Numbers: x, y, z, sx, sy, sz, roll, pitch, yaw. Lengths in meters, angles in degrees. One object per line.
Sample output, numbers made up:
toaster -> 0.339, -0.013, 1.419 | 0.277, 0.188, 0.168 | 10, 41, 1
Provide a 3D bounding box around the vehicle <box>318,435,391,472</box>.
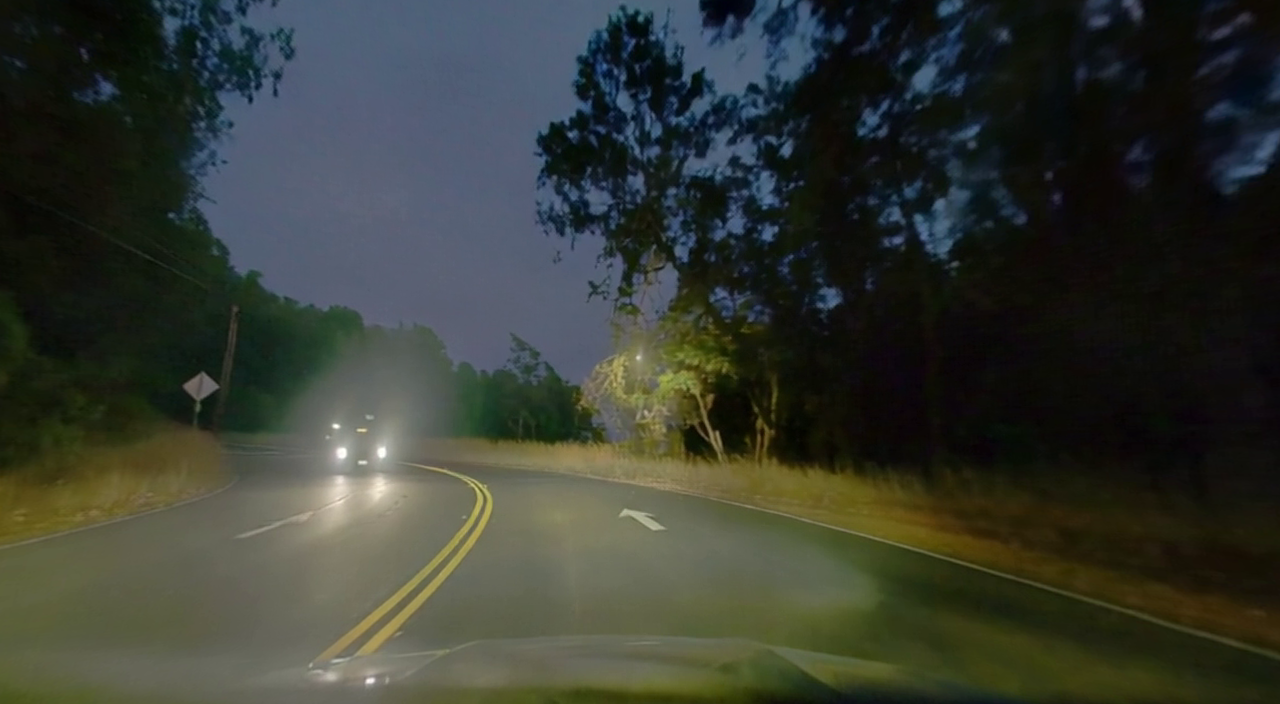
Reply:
vehicle -> -12.303, 4.326, 27.046 | 2.063, 1.443, 4.488 | 5, -10, -33
